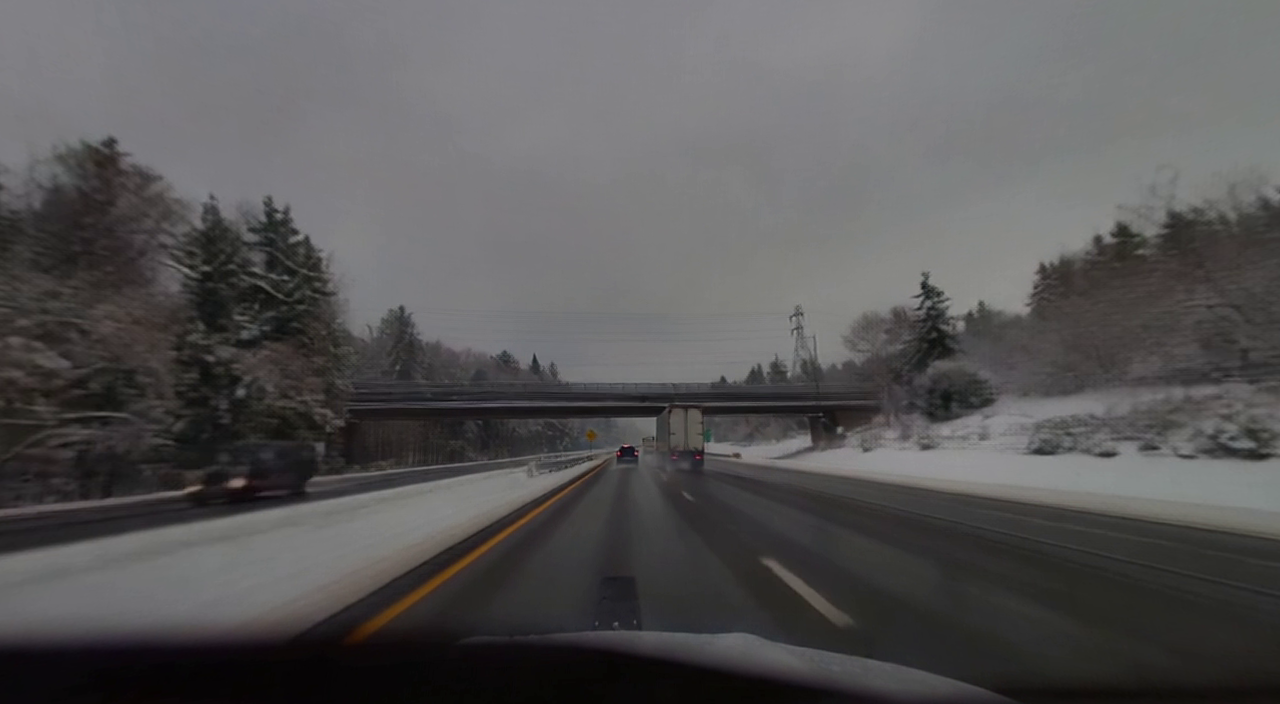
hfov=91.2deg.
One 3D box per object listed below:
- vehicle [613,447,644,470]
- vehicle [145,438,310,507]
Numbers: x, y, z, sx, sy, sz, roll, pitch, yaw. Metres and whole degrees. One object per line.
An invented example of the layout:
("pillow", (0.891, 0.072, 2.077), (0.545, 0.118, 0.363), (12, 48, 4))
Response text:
("vehicle", (-0.771, 7.164, 42.290), (1.961, 1.454, 3.755), (0, -9, -1))
("vehicle", (-13.433, 3.931, 20.917), (2.127, 1.971, 4.852), (0, -9, 0))
